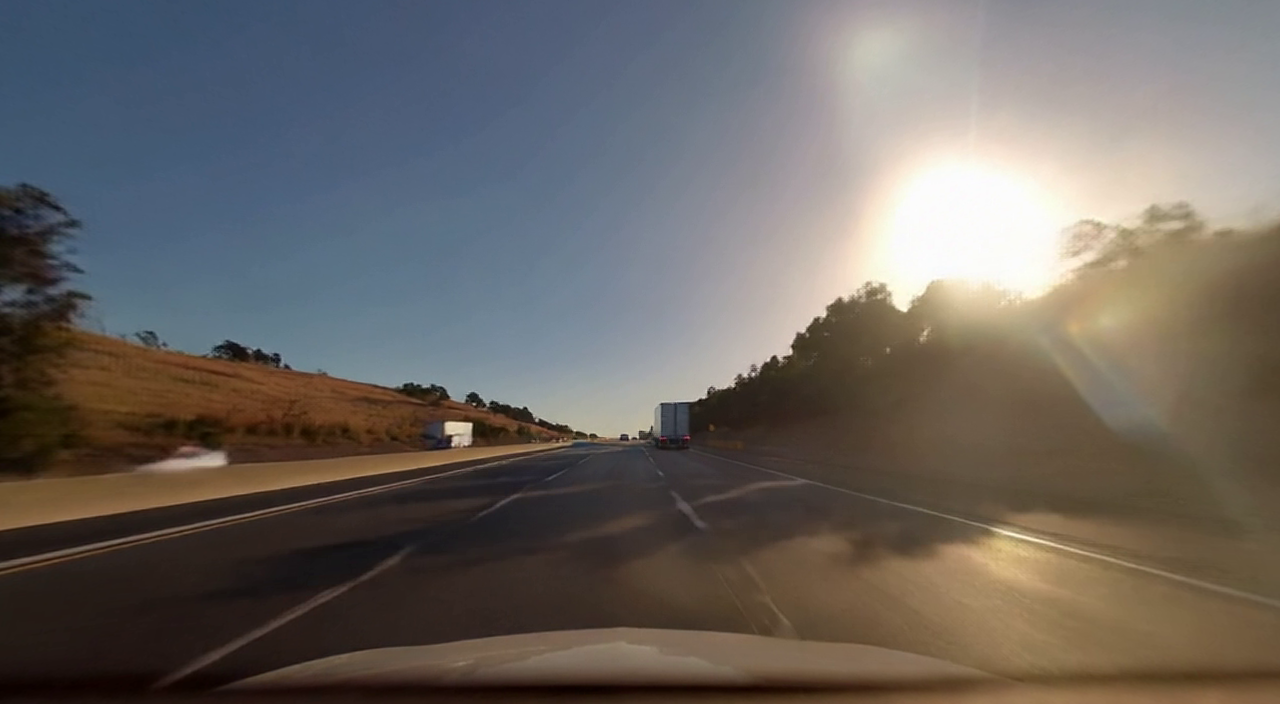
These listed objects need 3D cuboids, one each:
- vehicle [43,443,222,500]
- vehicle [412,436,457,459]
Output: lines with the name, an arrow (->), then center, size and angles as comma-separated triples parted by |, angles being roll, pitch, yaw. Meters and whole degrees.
vehicle -> -15.342, 3.597, 19.411 | 1.822, 1.515, 4.403 | 0, -8, 0
vehicle -> -15.232, 7.081, 46.885 | 1.957, 1.649, 4.221 | 0, -8, -1
